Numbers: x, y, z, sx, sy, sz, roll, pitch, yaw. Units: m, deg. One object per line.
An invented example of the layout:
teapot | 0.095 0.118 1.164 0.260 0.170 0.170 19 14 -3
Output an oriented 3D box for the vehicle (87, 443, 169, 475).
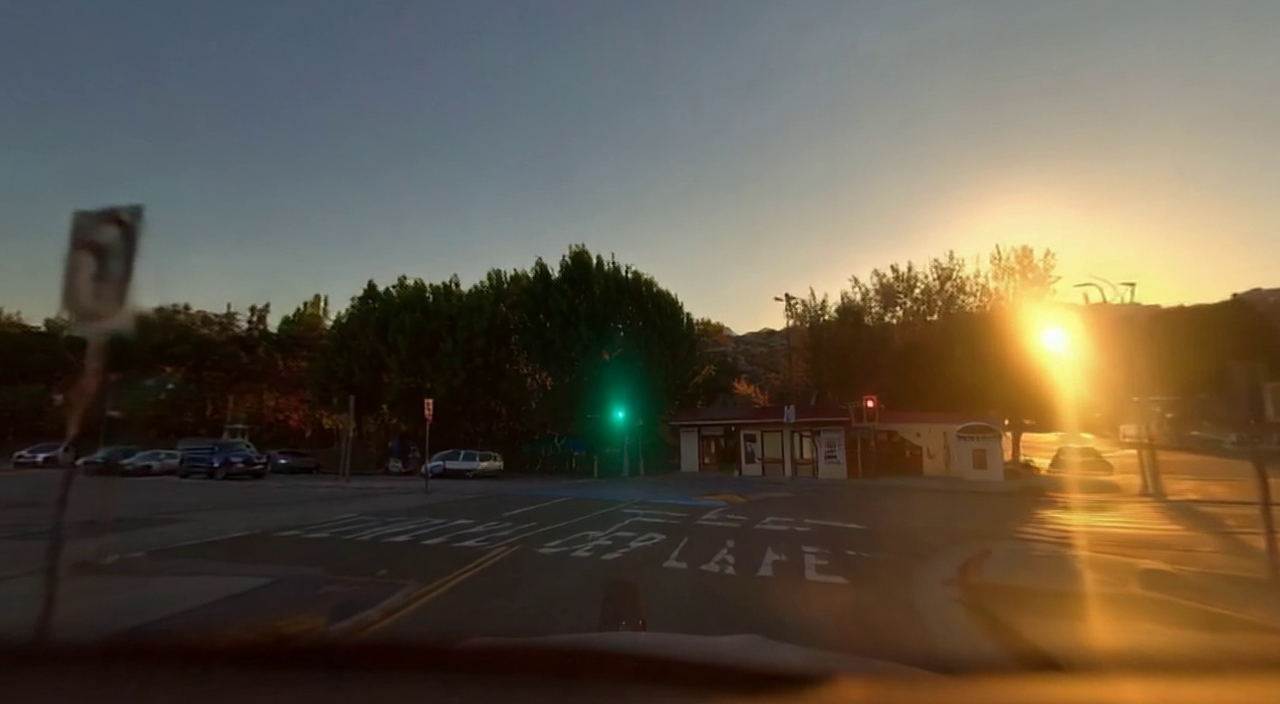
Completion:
vehicle | -26.242 5.492 32.346 1.771 1.510 3.545 2 -9 -13

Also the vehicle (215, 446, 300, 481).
vehicle | -16.678 4.878 27.636 1.789 1.399 4.236 2 -9 -12

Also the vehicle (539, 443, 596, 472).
vehicle | -5.245 7.657 45.697 2.072 1.922 4.112 -5 -10 29

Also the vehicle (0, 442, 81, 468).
vehicle | -39.415 6.763 41.146 2.002 1.603 4.547 2 -9 -12

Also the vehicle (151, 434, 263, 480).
vehicle | -19.794 4.822 29.011 2.337 1.934 4.843 2 -9 -10

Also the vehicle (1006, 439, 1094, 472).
vehicle | 26.140 6.620 40.266 4.474 1.956 2.263 -5 -11 29
